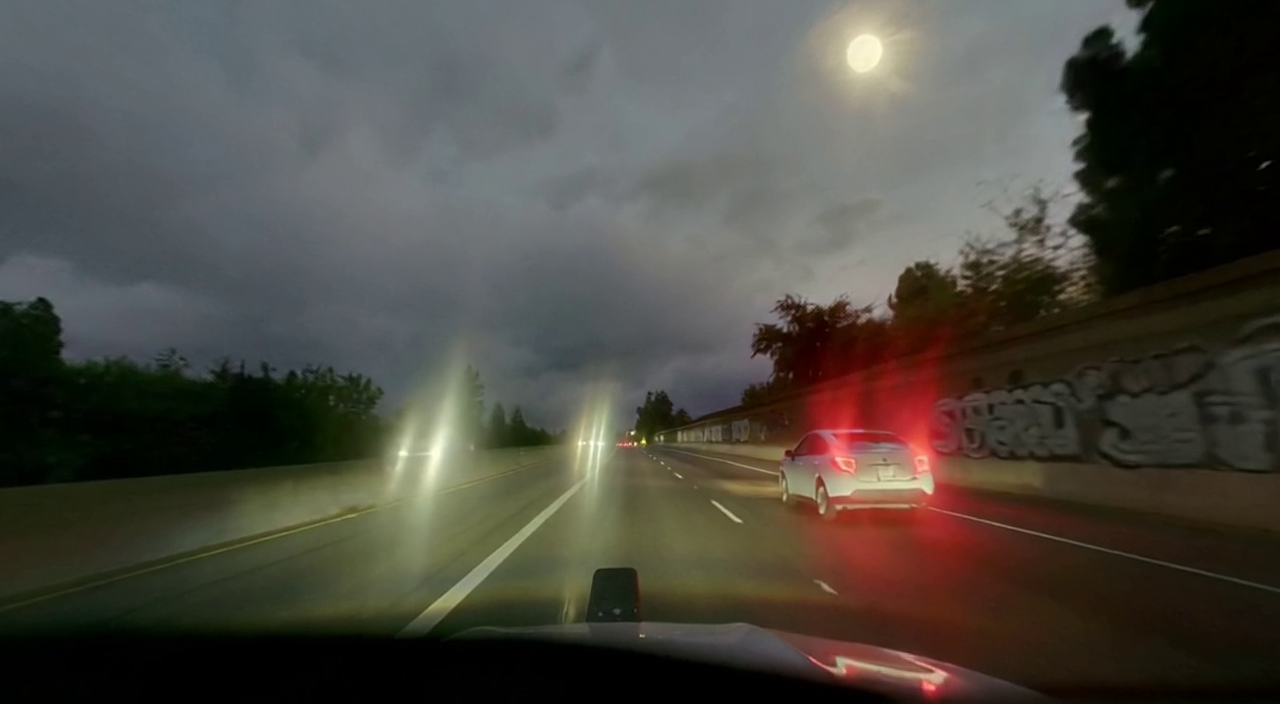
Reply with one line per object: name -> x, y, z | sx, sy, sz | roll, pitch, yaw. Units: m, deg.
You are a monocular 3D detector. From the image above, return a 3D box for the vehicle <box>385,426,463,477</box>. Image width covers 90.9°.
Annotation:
vehicle -> -11.791, 5.444, 34.960 | 2.406, 2.526, 5.787 | 0, -8, -2

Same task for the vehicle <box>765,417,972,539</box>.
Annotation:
vehicle -> 3.327, 1.881, 10.029 | 1.841, 1.556, 3.618 | 0, -8, -1
